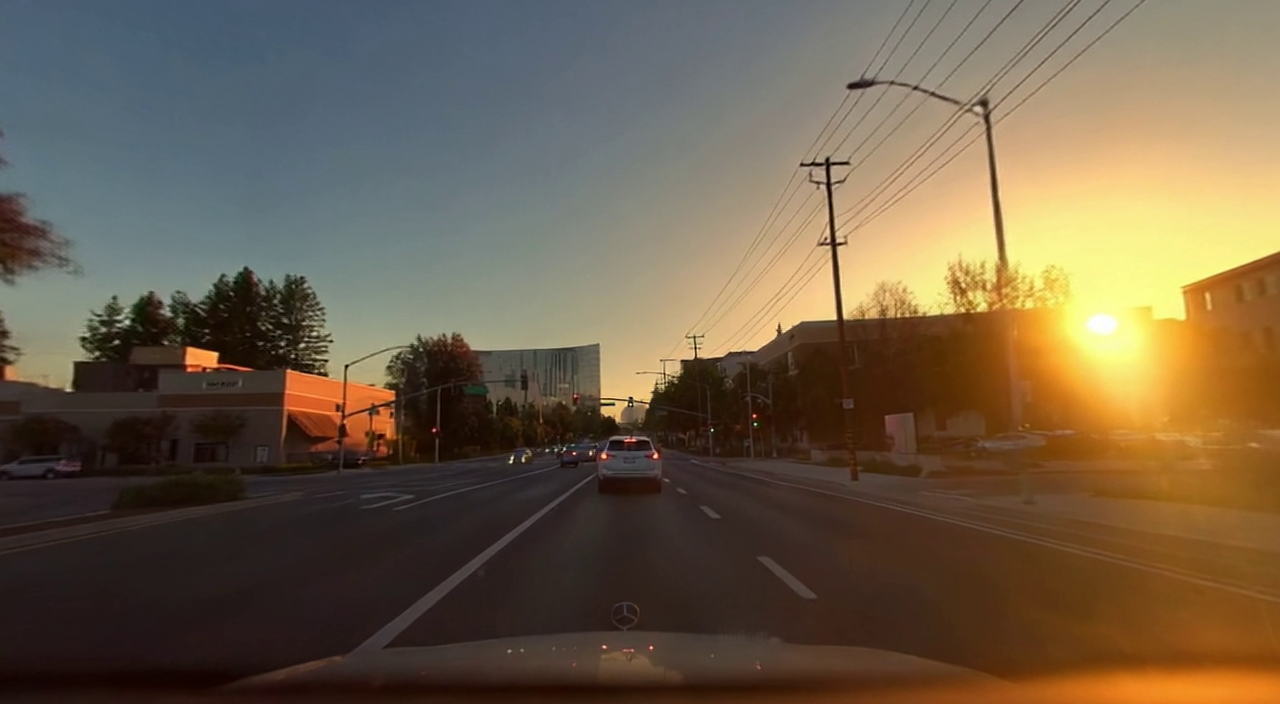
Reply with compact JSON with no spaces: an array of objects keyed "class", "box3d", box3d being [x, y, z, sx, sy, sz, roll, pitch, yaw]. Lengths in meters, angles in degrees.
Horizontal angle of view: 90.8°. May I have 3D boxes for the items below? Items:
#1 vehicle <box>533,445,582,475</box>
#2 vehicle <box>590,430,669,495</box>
[{"class":"vehicle","box3d":[-4.222,5.616,33.158,2.075,1.474,4.367,0,-8,-1]},{"class":"vehicle","box3d":[-0.352,3.405,19.771,2.188,1.782,3.982,0,-8,-2]}]
